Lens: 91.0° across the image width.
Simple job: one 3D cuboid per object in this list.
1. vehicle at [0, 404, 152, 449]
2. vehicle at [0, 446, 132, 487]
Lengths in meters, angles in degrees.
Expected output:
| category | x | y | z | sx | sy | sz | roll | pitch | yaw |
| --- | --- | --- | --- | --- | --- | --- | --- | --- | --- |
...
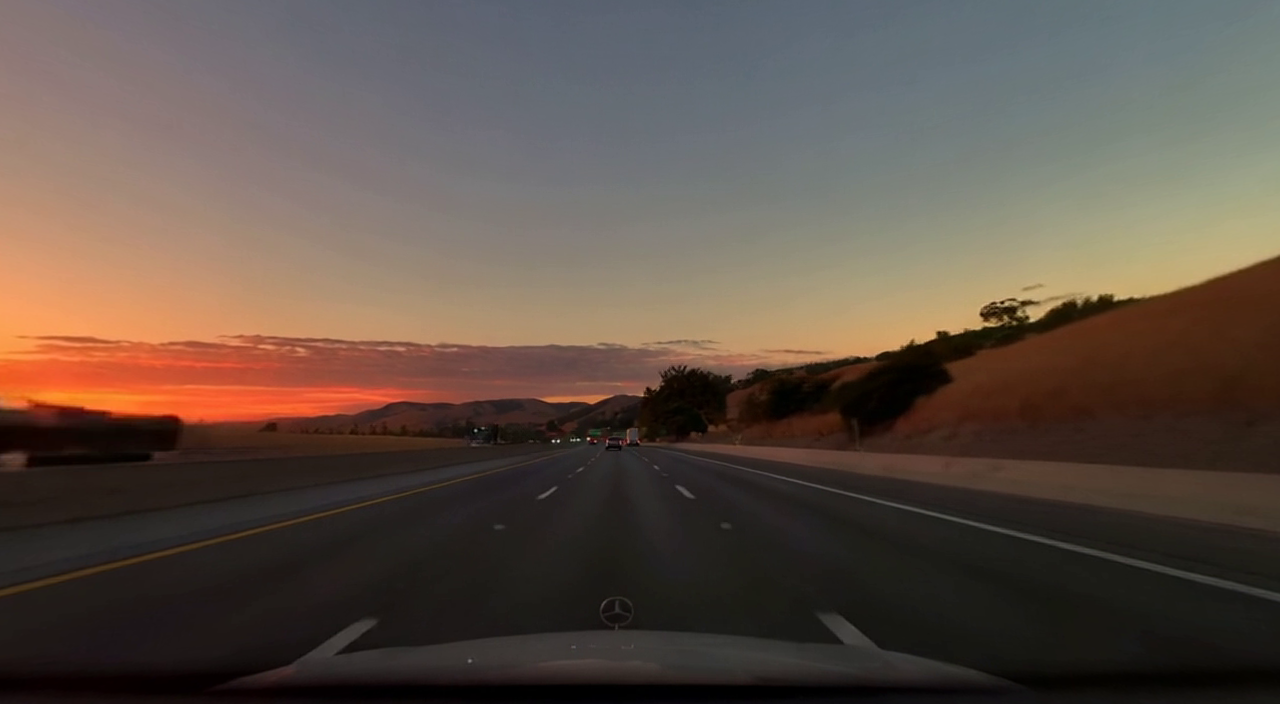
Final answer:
| category | x | y | z | sx | sy | sz | roll | pitch | yaw |
| --- | --- | --- | --- | --- | --- | --- | --- | --- | --- |
| vehicle | -17.223 | 2.294 | 18.914 | 1.683 | 1.216 | 4.295 | 0 | -8 | 0 |
| vehicle | -17.219 | 3.136 | 17.446 | 2.308 | 0.982 | 4.771 | -1 | -8 | 1 |
